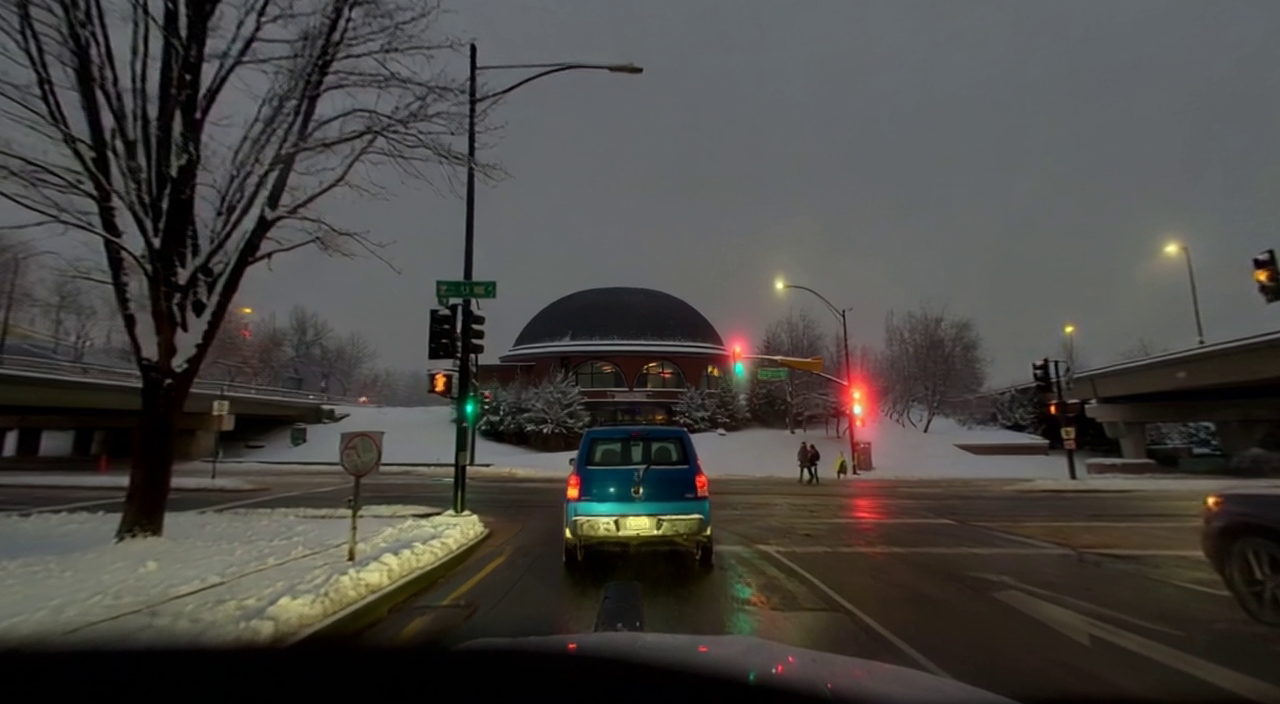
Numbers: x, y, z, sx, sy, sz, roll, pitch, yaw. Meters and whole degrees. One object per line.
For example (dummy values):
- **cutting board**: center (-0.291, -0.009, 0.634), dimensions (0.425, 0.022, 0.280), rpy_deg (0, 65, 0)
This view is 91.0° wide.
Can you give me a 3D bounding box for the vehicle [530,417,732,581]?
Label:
- **vehicle**: center (-0.147, 1.735, 8.121), dimensions (1.976, 1.584, 3.772), rpy_deg (1, -9, -2)
